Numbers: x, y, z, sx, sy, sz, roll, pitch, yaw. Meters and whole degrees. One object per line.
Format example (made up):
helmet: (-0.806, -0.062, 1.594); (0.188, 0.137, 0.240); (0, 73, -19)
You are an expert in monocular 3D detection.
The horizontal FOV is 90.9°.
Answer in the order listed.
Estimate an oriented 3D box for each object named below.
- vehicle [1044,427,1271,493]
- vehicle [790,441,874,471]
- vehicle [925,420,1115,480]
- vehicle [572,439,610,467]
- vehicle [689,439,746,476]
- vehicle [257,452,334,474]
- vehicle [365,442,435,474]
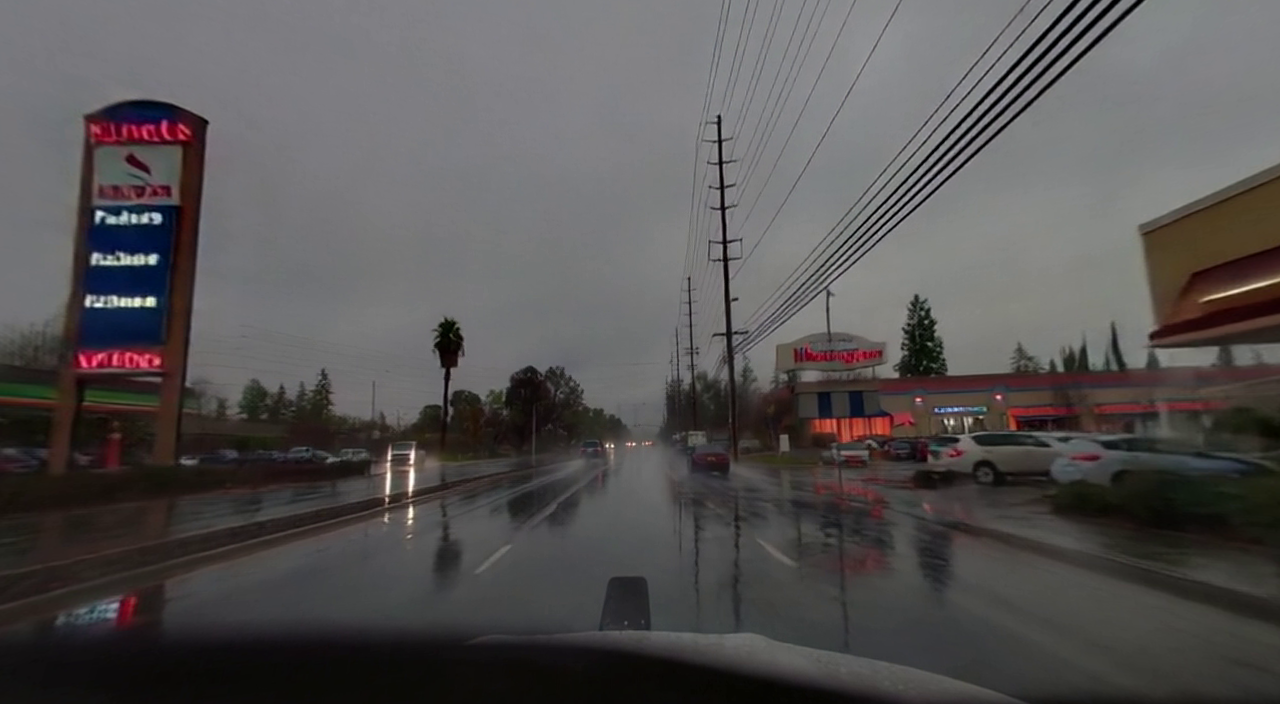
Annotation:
vehicle: (13.002, 2.704, 16.008); (4.126, 1.523, 2.063); (1, -9, -8)
vehicle: (11.141, 6.033, 36.731); (4.144, 1.540, 1.913); (-1, -7, -7)
vehicle: (12.243, 3.187, 20.542); (4.832, 1.813, 2.170); (1, -9, -5)
vehicle: (-3.093, 6.461, 40.450); (2.047, 1.664, 4.148); (0, -9, 1)
vehicle: (3.437, 4.767, 28.672); (1.978, 1.455, 4.195); (2, -9, -1)
vehicle: (-26.460, 8.537, 48.476); (4.739, 1.607, 2.045); (-1, -9, 5)
vehicle: (-16.143, 7.143, 42.154); (2.358, 1.904, 5.603); (8, -14, -42)
